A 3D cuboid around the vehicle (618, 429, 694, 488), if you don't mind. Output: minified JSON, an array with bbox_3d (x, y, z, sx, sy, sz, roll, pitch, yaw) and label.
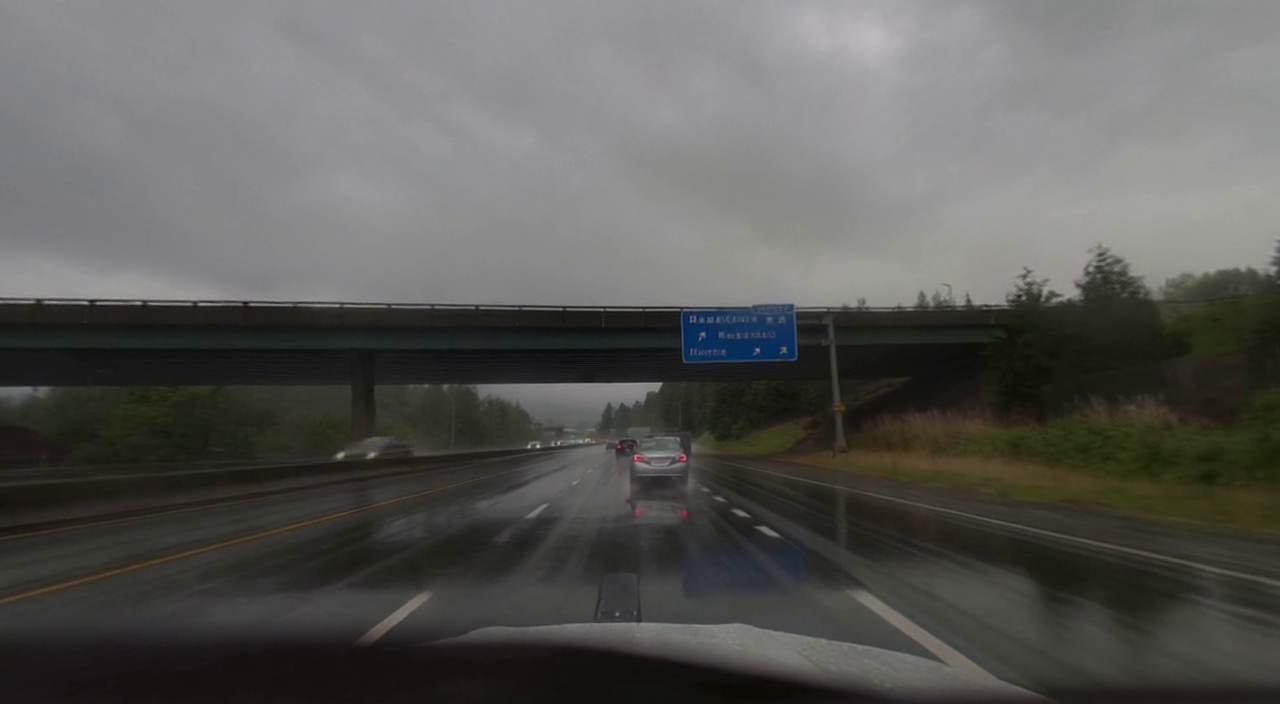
[{"bbox_3d":[0.378,3.306,19.874,2.092,1.636,4.024,0,-8,-3],"label":"vehicle"}]

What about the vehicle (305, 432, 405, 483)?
[{"bbox_3d":[-11.766,4.366,26.415,2.082,1.833,4.755,-2,-8,-1],"label":"vehicle"}]
